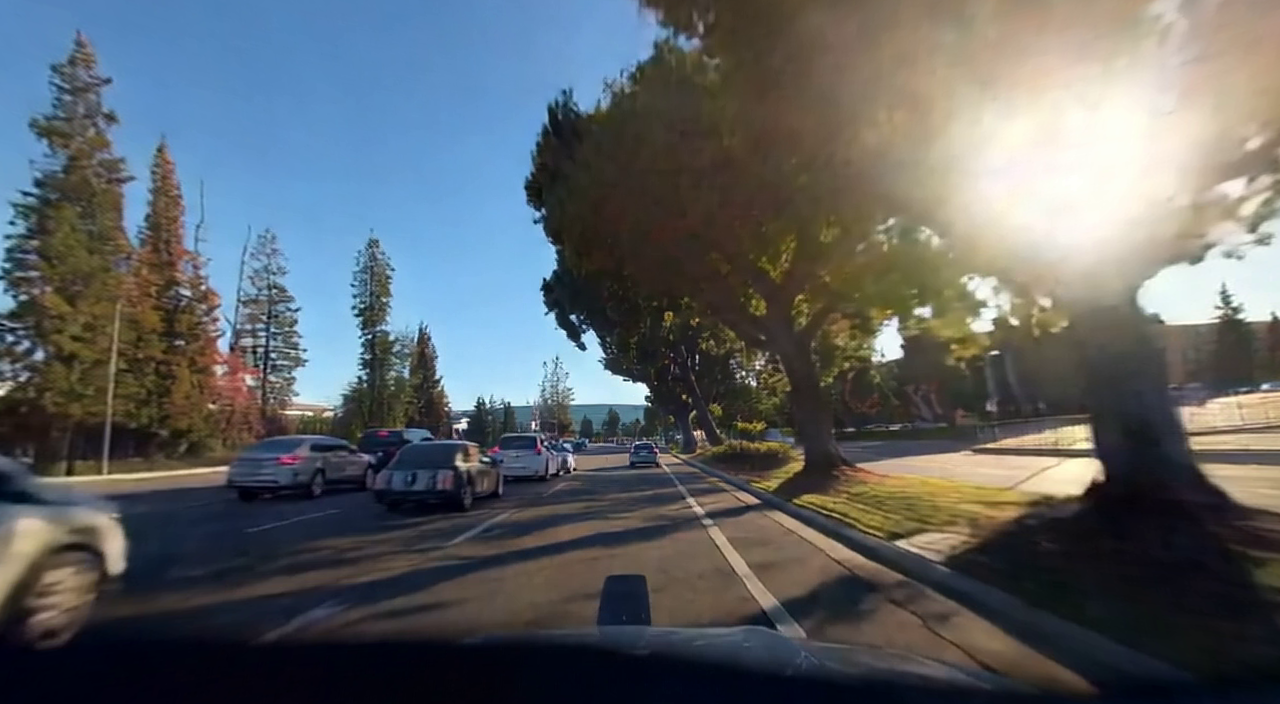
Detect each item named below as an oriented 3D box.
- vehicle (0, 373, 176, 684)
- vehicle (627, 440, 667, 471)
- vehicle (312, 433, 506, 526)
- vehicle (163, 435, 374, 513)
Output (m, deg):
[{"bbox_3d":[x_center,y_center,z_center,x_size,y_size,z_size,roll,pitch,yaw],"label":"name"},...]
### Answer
[{"bbox_3d":[-4.619,0.842,2.508,2.042,1.713,4.493,-1,-8,1],"label":"vehicle"},{"bbox_3d":[0.362,5.164,31.644,1.875,1.453,3.888,0,-8,0],"label":"vehicle"},{"bbox_3d":[-4.223,2.388,12.464,2.121,1.485,4.363,0,-8,1],"label":"vehicle"},{"bbox_3d":[-8.339,2.751,14.872,1.893,1.495,4.974,0,-8,1],"label":"vehicle"}]
